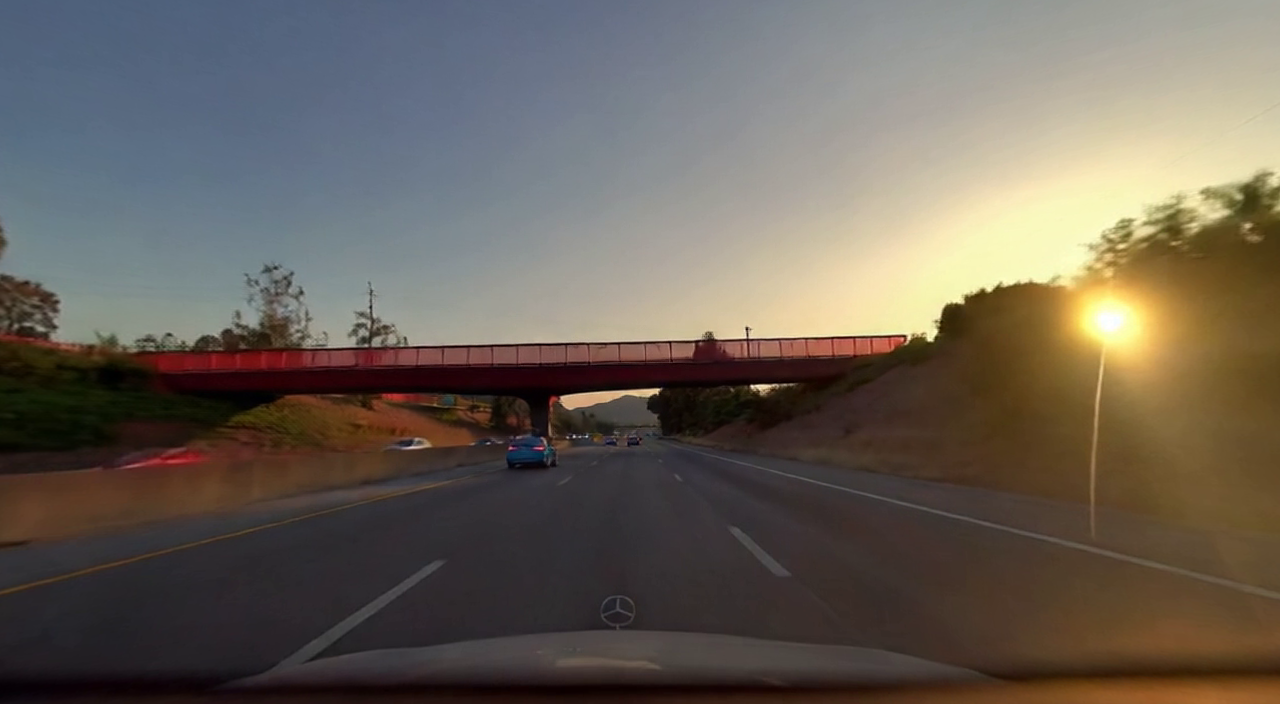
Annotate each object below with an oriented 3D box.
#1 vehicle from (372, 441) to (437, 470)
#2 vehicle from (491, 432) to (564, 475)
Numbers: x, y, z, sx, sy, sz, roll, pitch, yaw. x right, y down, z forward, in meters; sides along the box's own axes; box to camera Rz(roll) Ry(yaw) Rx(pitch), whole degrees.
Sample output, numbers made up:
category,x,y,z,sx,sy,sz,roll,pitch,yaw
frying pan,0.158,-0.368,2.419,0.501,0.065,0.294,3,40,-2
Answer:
category,x,y,z,sx,sy,sz,roll,pitch,yaw
vehicle,-12.695,5.548,34.244,1.845,1.448,4.482,0,-8,-1
vehicle,-4.328,3.995,25.024,2.074,1.535,4.437,0,-8,0
